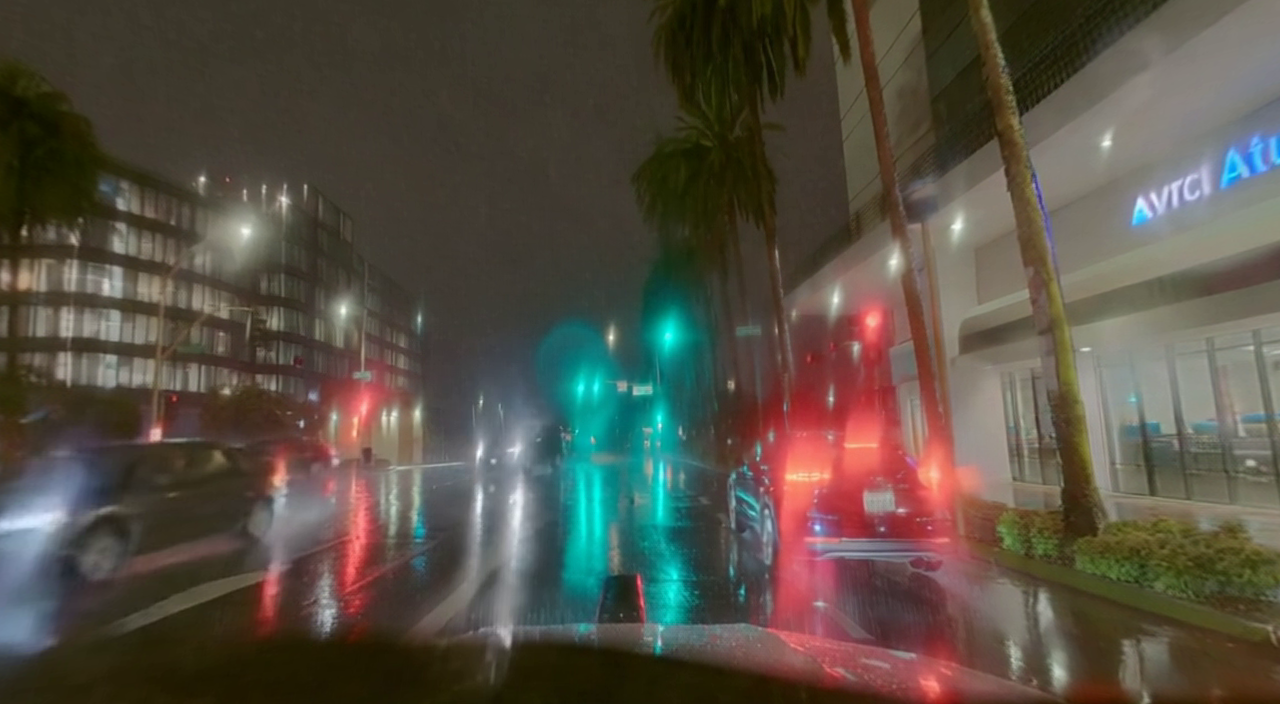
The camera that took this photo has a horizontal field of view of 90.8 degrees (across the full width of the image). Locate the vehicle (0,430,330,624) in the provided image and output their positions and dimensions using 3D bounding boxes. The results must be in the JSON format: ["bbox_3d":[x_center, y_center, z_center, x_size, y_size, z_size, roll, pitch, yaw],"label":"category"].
[{"bbox_3d":[-5.628,1.678,7.124,2.052,1.478,4.395,0,-8,0],"label":"vehicle"}]

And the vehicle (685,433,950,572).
[{"bbox_3d":[2.122,1.970,9.265,2.090,1.466,4.676,1,-8,-6],"label":"vehicle"}]

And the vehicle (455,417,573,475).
[{"bbox_3d":[-4.692,3.673,24.733,2.190,1.964,5.614,-3,-9,15],"label":"vehicle"}]
